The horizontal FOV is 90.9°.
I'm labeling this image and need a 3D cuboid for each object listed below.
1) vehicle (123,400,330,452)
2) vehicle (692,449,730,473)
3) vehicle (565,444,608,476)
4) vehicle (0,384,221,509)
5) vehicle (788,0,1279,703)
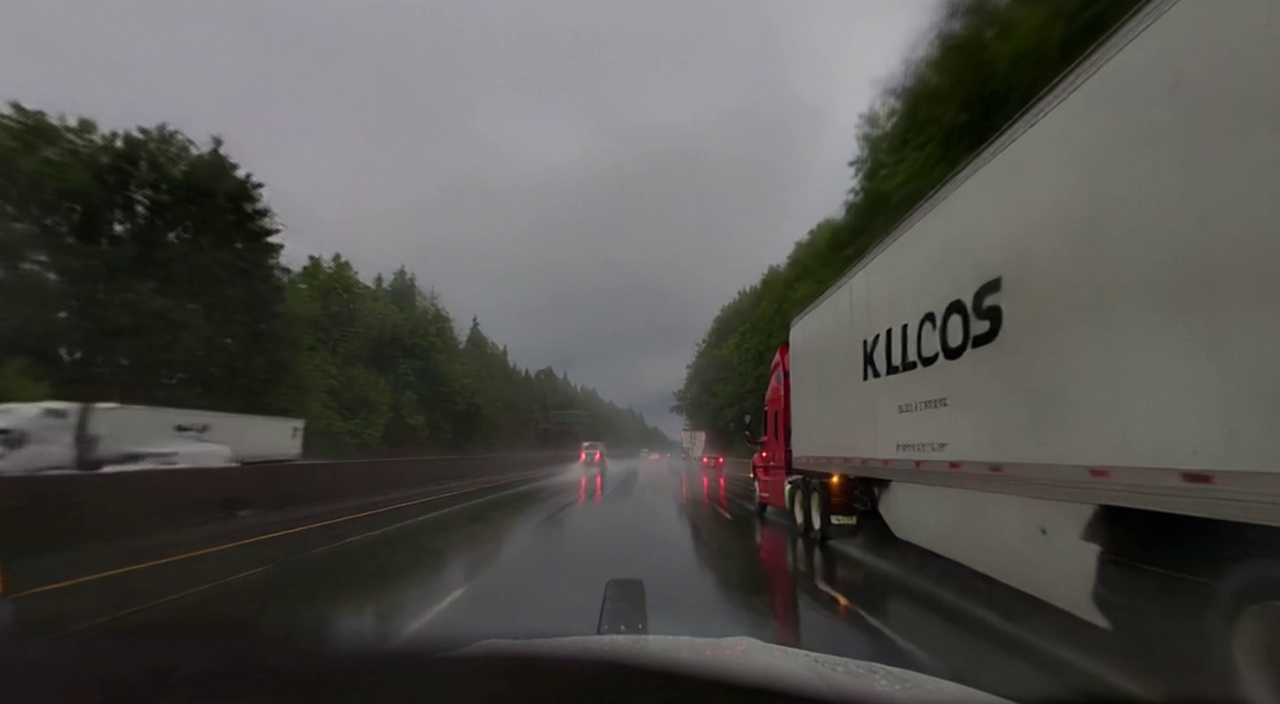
[{"bbox_3d":[-20.139,3.857,32.214,2.889,2.056,11.964,-2,-7,-1],"label":"vehicle"},{"bbox_3d":[4.926,7.614,44.204,2.176,1.598,3.878,0,-9,0],"label":"vehicle"},{"bbox_3d":[-2.971,6.156,35.952,2.017,1.683,4.309,0,-9,1],"label":"vehicle"},{"bbox_3d":[-20.170,3.374,22.262,2.915,3.605,11.295,0,-9,0],"label":"vehicle"},{"bbox_3d":[4.339,0.298,6.631,2.914,3.998,11.103,0,-9,0],"label":"vehicle"}]
